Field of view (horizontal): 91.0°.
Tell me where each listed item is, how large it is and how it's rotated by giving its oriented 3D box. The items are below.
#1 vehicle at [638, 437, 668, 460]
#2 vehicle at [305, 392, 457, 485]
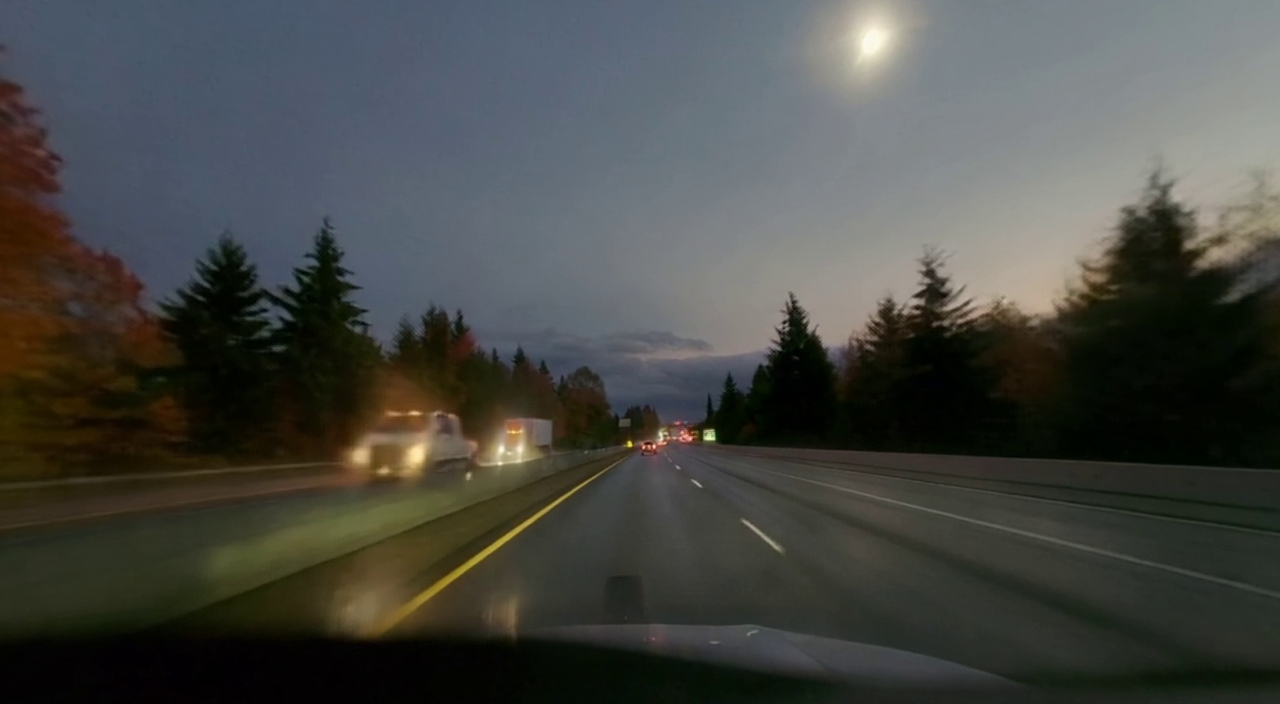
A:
[{"bbox_3d":[0.846,6.385,41.726,1.924,1.498,3.817,0,-8,1],"label":"vehicle"},{"bbox_3d":[-8.044,2.819,20.404,2.330,2.559,5.751,0,-8,1],"label":"vehicle"}]
